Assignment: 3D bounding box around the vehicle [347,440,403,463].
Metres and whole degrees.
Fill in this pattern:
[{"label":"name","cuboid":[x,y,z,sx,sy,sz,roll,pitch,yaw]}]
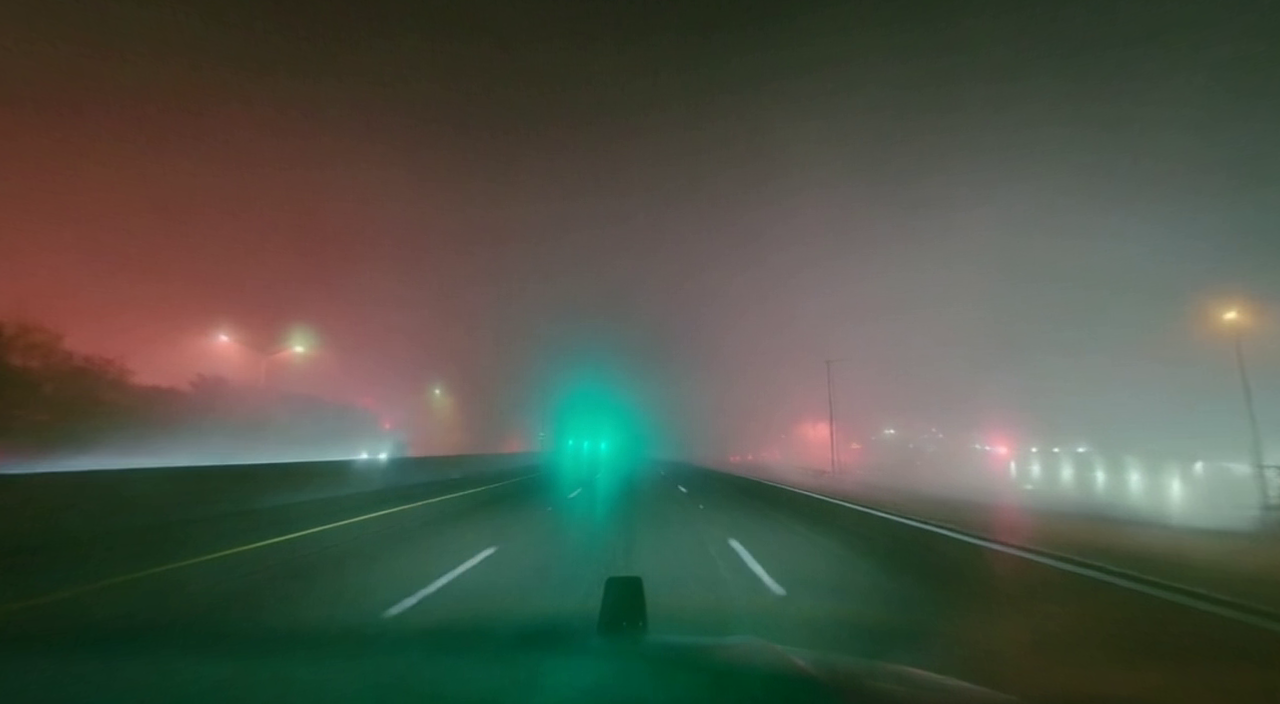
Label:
[{"label":"vehicle","cuboid":[-19.388,7.306,46.361,1.954,1.614,4.884,0,-9,0]}]
